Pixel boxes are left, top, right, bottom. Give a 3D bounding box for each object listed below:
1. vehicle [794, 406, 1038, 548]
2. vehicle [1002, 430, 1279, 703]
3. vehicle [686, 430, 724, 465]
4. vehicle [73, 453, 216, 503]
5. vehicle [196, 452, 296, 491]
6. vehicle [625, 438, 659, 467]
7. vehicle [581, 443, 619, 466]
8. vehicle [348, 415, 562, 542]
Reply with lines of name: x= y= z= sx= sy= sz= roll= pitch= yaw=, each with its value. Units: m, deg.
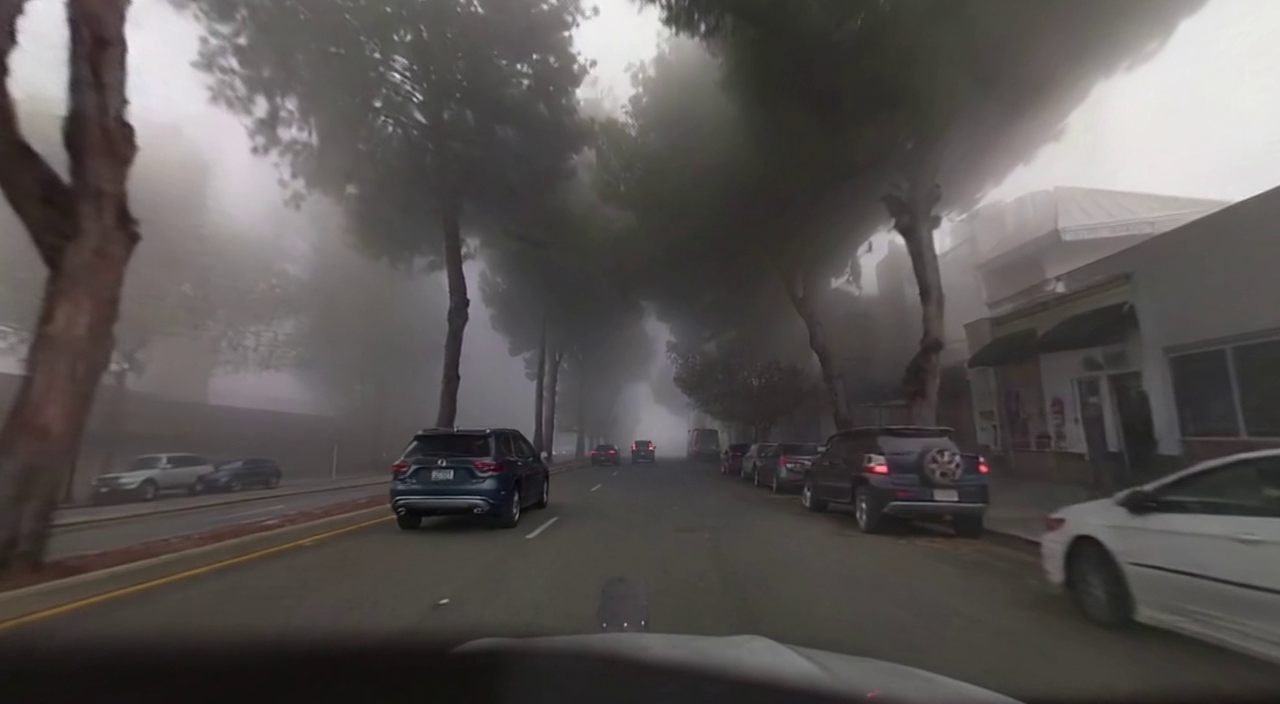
vehicle: x=4.345 y=2.056 z=11.040 sx=2.079 sy=1.910 sz=4.855 roll=0 pitch=-9 yaw=0
vehicle: x=4.291 y=1.156 z=3.298 sx=1.898 sy=1.473 sz=4.709 roll=0 pitch=-8 yaw=-1
vehicle: x=4.684 y=7.014 z=46.247 sx=2.265 sy=2.367 sz=5.235 roll=0 pitch=-9 yaw=0
vehicle: x=-18.982 y=4.797 z=24.478 sx=1.856 sy=1.674 sz=4.475 roll=0 pitch=-8 yaw=1
vehicle: x=-18.815 y=5.680 z=30.391 sx=1.934 sy=1.673 sz=4.250 roll=0 pitch=-8 yaw=2
vehicle: x=0.174 y=6.487 z=40.972 sx=2.075 sy=1.770 sz=4.018 roll=0 pitch=-8 yaw=1
vehicle: x=-2.717 y=7.019 z=43.360 sx=2.151 sy=1.484 sz=4.468 roll=0 pitch=-8 yaw=2
vehicle: x=-2.811 y=2.069 z=10.998 sx=2.186 sy=1.708 sz=4.746 roll=0 pitch=-8 yaw=1
